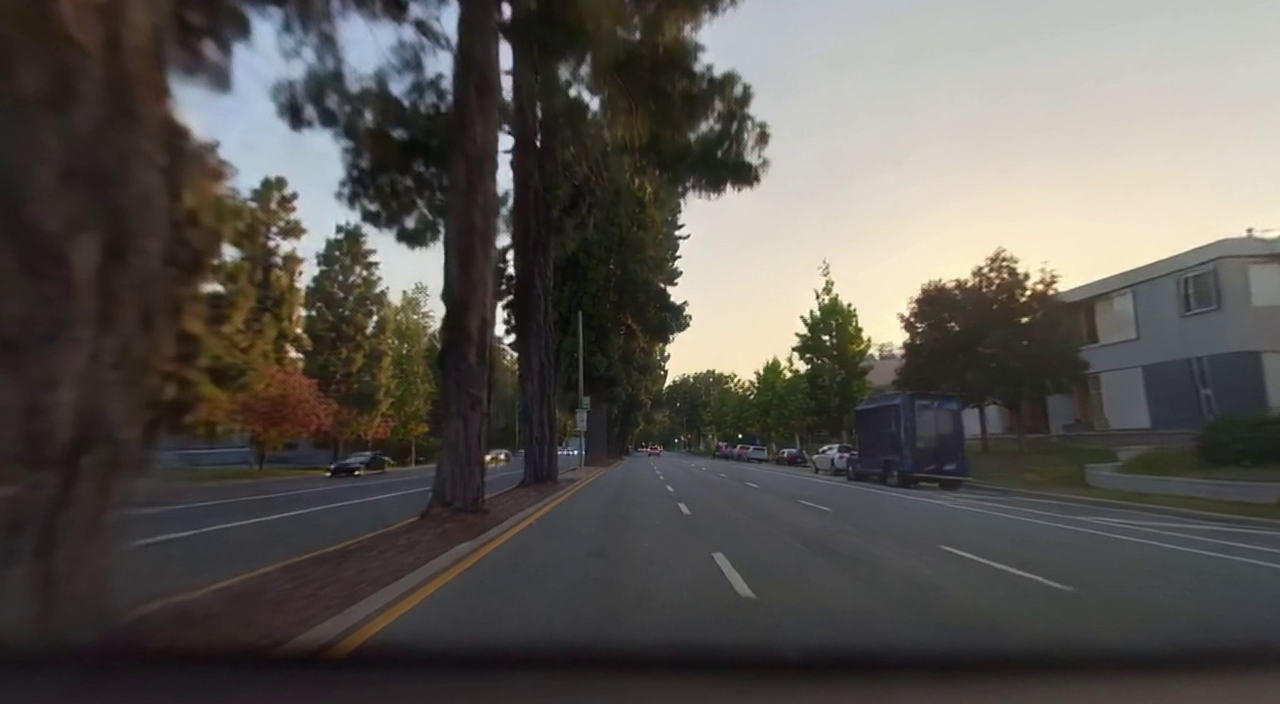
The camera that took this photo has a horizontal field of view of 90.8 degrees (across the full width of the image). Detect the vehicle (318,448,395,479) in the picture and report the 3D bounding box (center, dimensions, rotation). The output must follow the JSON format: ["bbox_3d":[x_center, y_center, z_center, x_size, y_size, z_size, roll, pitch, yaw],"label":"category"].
[{"bbox_3d":[-15.331,6.027,34.458,2.011,1.496,4.650,0,-8,0],"label":"vehicle"}]

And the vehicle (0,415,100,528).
[{"bbox_3d":[-12.026,1.975,10.366,2.180,1.904,4.631,0,-9,0],"label":"vehicle"}]

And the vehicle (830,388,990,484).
[{"bbox_3d":[9.683,3.226,23.844,2.670,3.016,7.732,0,-9,1],"label":"vehicle"}]
